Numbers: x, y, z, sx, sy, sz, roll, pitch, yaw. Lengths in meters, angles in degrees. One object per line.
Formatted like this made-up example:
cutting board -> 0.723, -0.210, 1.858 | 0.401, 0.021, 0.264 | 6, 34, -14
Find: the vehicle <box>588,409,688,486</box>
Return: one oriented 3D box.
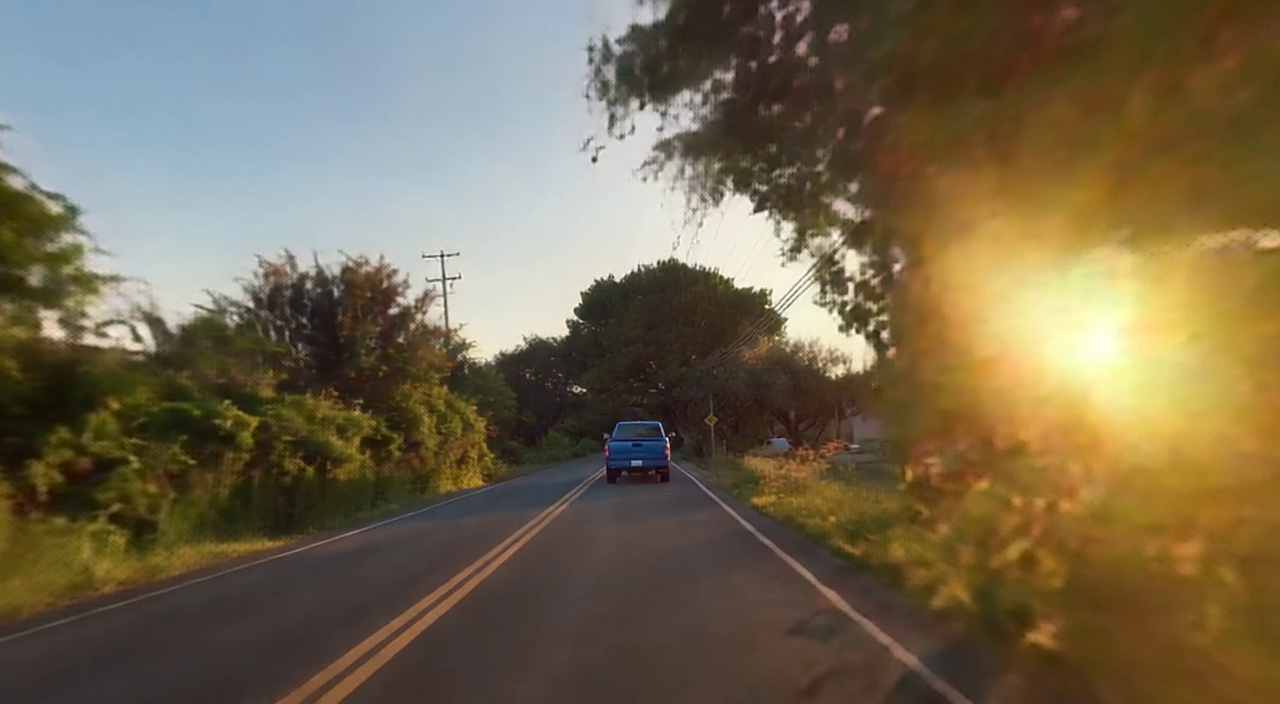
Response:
vehicle -> -0.111, 3.436, 22.934 | 3.021, 2.326, 7.410 | 0, -8, -1
